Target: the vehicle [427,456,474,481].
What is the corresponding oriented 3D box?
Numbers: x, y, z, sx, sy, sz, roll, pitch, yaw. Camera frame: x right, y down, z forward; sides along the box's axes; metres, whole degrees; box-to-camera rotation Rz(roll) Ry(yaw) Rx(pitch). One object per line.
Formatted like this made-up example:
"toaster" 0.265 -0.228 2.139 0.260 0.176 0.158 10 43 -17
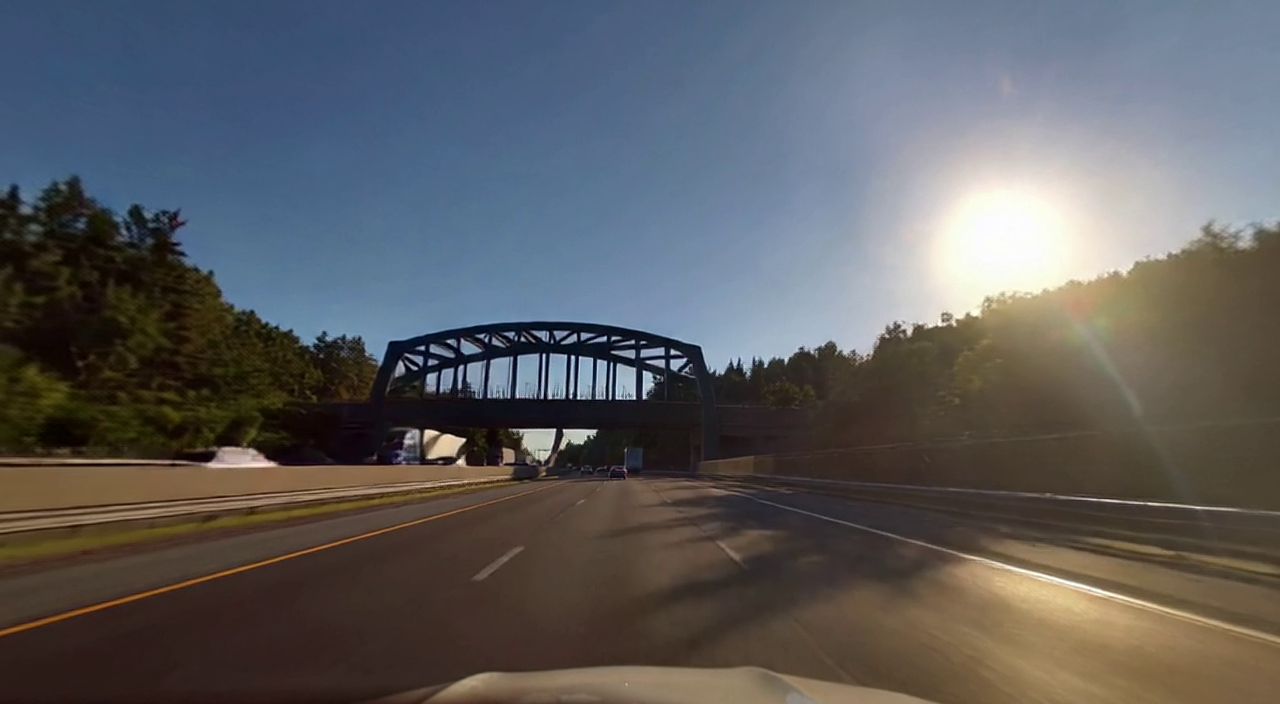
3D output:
"vehicle" -12.696 7.849 42.505 1.875 1.516 4.293 1 -10 0
